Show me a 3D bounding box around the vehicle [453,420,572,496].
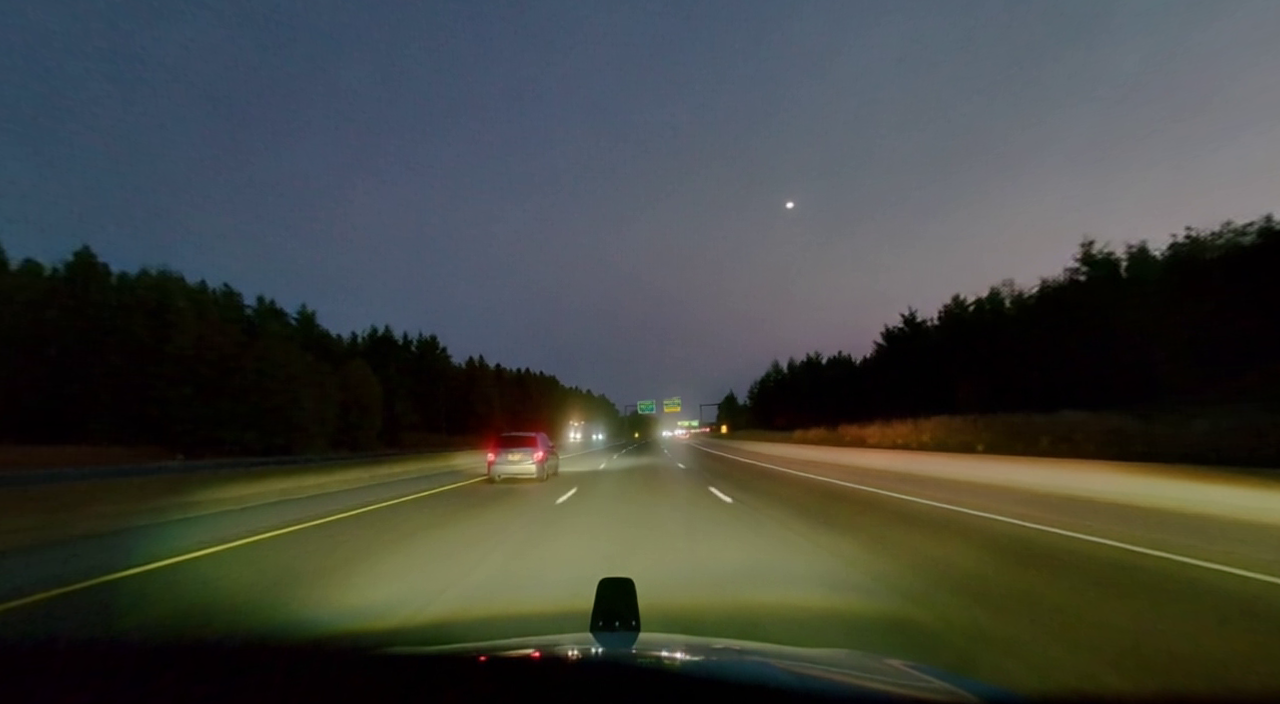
[{"bbox_3d":[-3.006,2.593,15.844,2.084,1.654,4.080,0,-8,1],"label":"vehicle"}]
